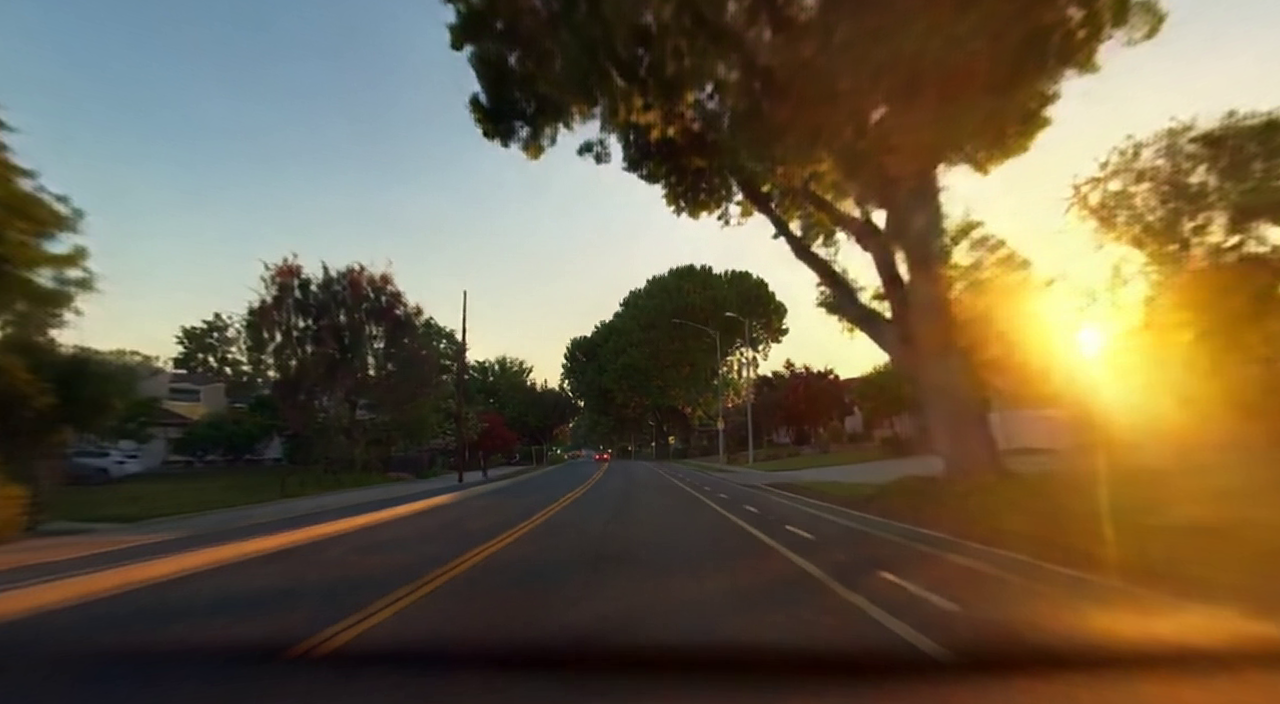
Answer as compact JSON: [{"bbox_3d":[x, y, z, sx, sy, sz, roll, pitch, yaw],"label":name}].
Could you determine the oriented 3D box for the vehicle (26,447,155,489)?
[{"bbox_3d":[-22.975,4.820,26.547,1.788,1.583,3.789,-1,-8,5],"label":"vehicle"}]
